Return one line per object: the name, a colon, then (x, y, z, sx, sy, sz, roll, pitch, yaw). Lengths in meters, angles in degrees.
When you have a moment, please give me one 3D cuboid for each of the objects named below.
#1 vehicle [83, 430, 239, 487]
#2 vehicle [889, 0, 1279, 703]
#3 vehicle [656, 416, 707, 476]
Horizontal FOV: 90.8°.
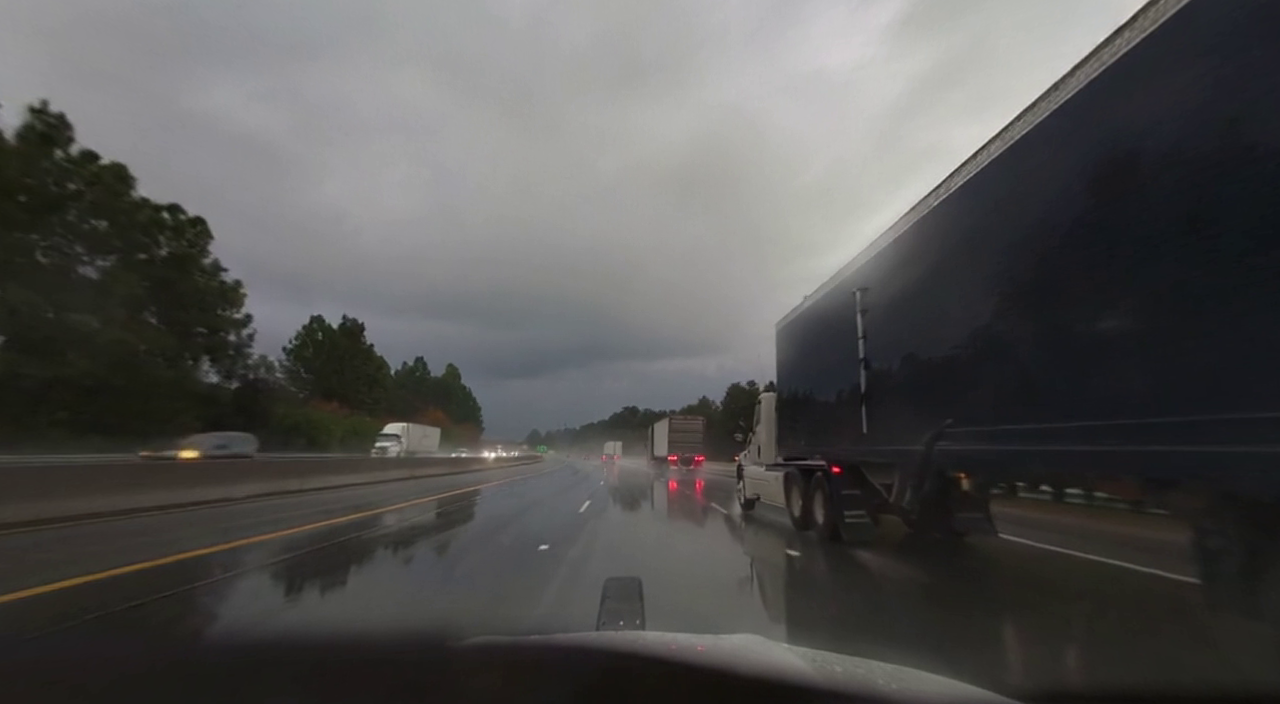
vehicle: (-17.244, 3.876, 23.115, 2.086, 1.861, 4.677, 0, -9, -1)
vehicle: (4.319, 0.055, 3.329, 2.832, 3.839, 7.263, 0, -9, -1)
vehicle: (2.960, 7.105, 47.570, 2.826, 4.035, 8.369, 1, -9, -3)
